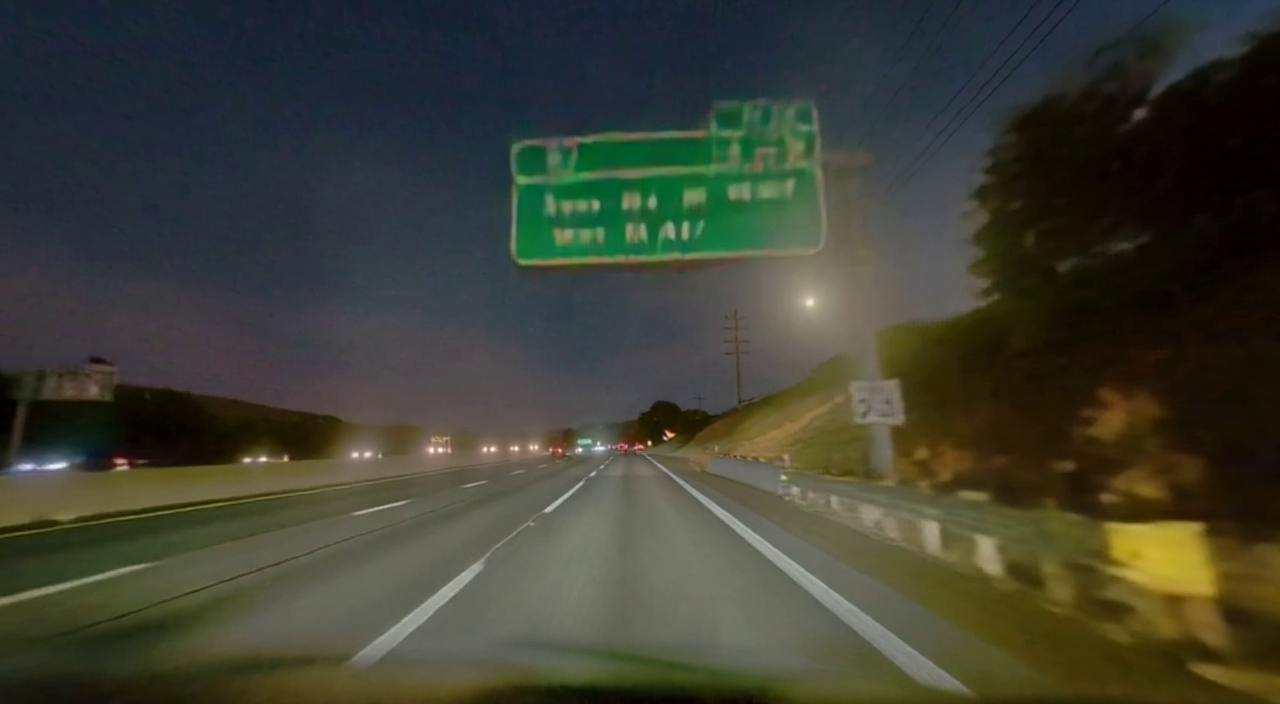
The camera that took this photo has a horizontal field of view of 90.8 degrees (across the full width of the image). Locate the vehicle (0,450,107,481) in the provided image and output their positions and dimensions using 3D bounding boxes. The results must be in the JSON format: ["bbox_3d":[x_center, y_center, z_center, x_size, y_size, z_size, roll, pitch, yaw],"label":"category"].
[{"bbox_3d":[-36.688,7.054,39.734,2.000,1.783,4.966,0,-9,-1],"label":"vehicle"}]
